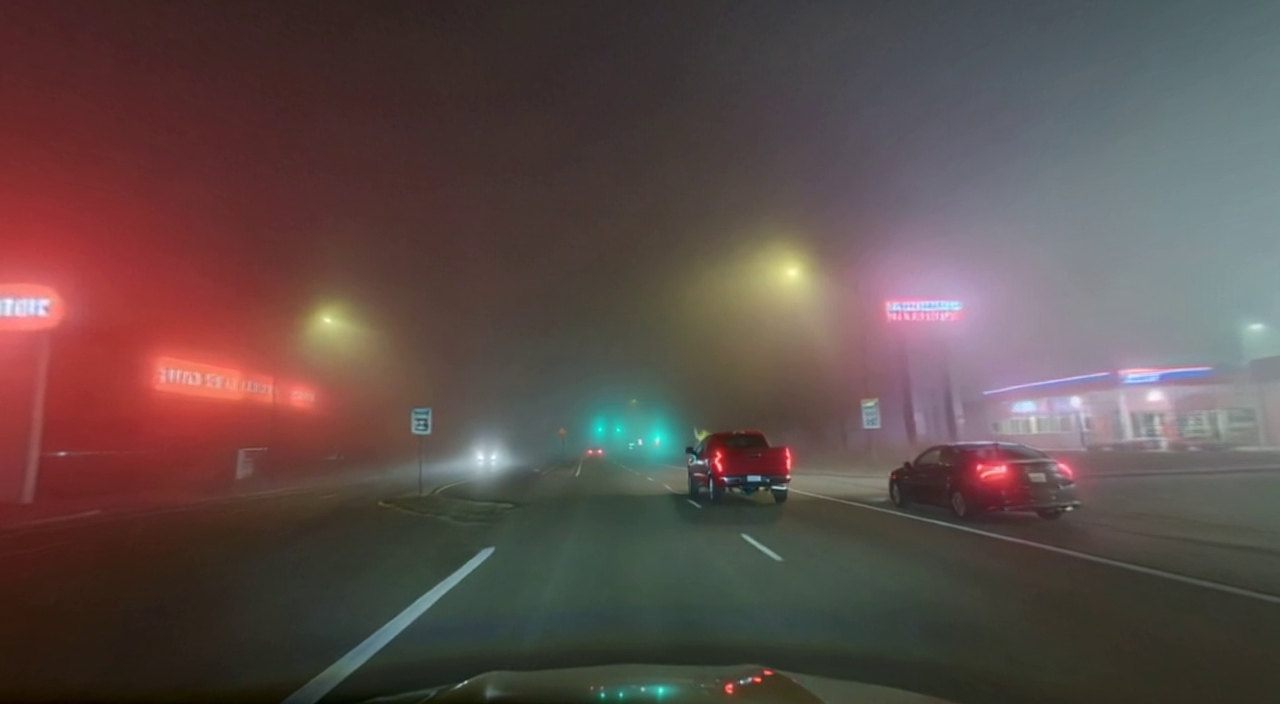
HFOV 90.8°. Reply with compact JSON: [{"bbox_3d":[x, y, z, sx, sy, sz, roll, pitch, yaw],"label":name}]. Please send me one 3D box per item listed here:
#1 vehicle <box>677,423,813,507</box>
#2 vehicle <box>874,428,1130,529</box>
[{"bbox_3d":[2.384,2.771,15.932,2.214,1.749,4.998,1,-9,-4],"label":"vehicle"},{"bbox_3d":[6.254,2.222,11.671,1.986,1.480,4.296,0,-9,-4],"label":"vehicle"}]
